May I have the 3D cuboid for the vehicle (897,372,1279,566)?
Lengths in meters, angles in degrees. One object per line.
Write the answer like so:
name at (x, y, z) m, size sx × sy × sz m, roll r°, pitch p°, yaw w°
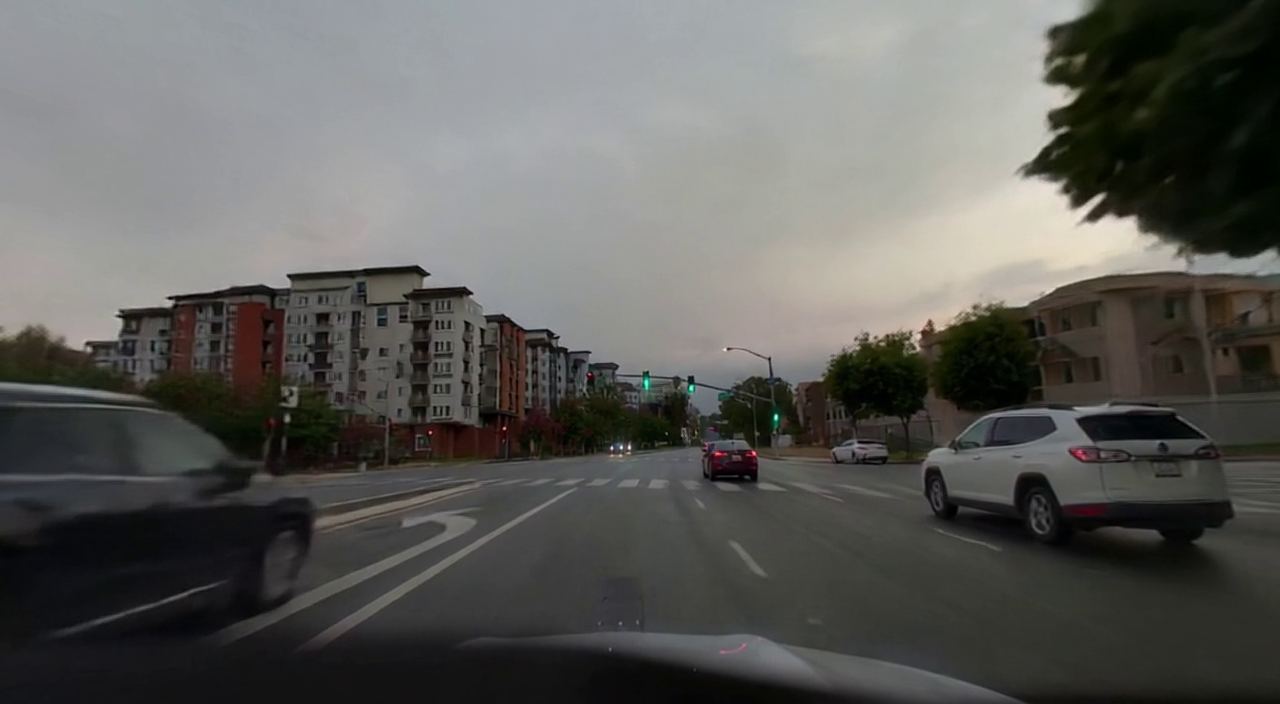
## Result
vehicle at (6.307, 1.635, 9.521) m, size 2.427 × 2.017 × 5.763 m, roll 0°, pitch -8°, yaw 0°

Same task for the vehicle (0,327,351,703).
vehicle at (-3.578, 0.896, 3.364) m, size 2.065 × 1.716 × 4.265 m, roll 0°, pitch -8°, yaw -1°

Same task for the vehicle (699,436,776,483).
vehicle at (3.322, 3.778, 22.449) m, size 2.003 × 1.480 × 4.494 m, roll 0°, pitch -8°, yaw 0°

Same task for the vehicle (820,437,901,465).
vehicle at (13.498, 6.046, 38.749) m, size 2.051 × 1.589 × 4.135 m, roll 8°, pitch -12°, yaw -43°
